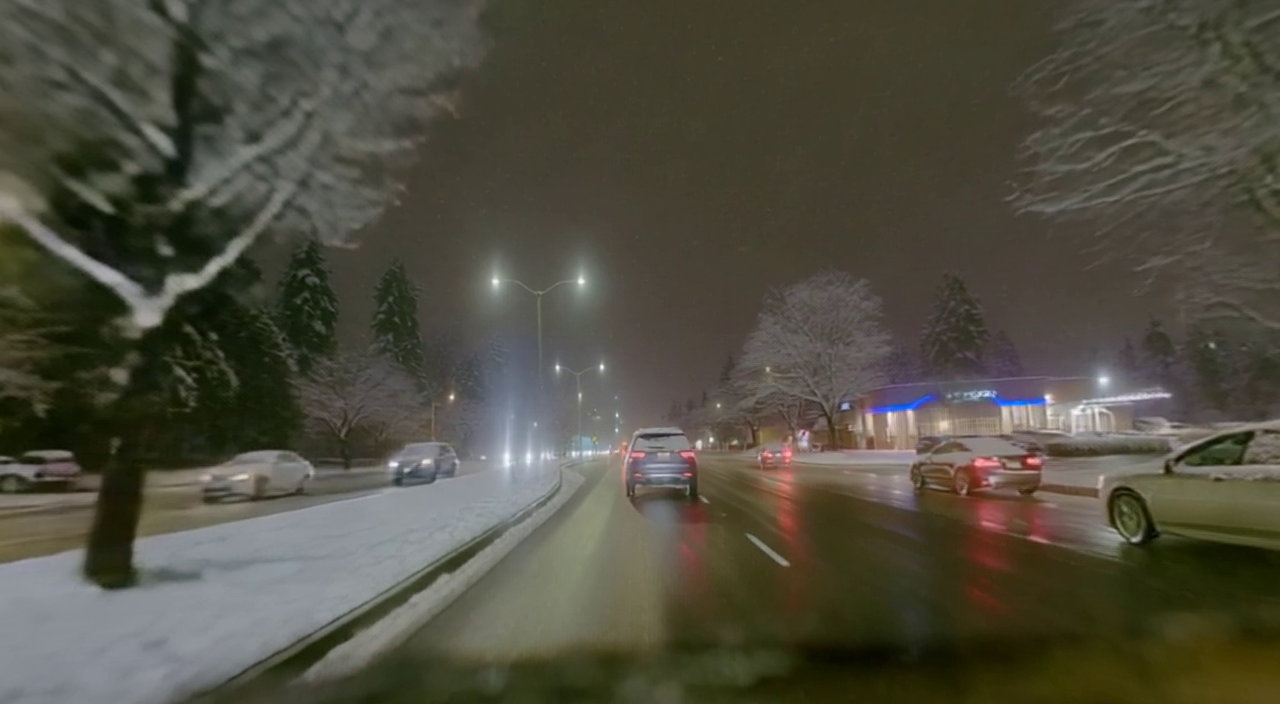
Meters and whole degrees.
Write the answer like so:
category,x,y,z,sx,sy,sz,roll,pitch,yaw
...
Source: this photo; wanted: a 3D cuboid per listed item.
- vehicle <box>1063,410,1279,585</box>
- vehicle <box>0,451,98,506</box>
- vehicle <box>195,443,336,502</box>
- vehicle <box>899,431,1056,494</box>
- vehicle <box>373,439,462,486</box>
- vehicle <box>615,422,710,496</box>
category,x,y,z,sx,sy,sz,roll,pitch,yaw
vehicle,6.477,1.314,5.895,1.994,1.488,4.313,0,-8,-1
vehicle,-25.213,4.987,25.252,5.966,1.957,2.305,-3,-9,16
vehicle,-12.271,3.936,21.142,2.054,1.749,4.443,0,-8,-1
vehicle,9.155,3.027,17.651,1.894,1.517,4.419,0,-8,-1
vehicle,-9.271,4.625,26.758,2.104,1.778,4.520,0,-8,0
vehicle,0.474,3.085,18.618,2.300,1.870,4.936,0,-8,-4
